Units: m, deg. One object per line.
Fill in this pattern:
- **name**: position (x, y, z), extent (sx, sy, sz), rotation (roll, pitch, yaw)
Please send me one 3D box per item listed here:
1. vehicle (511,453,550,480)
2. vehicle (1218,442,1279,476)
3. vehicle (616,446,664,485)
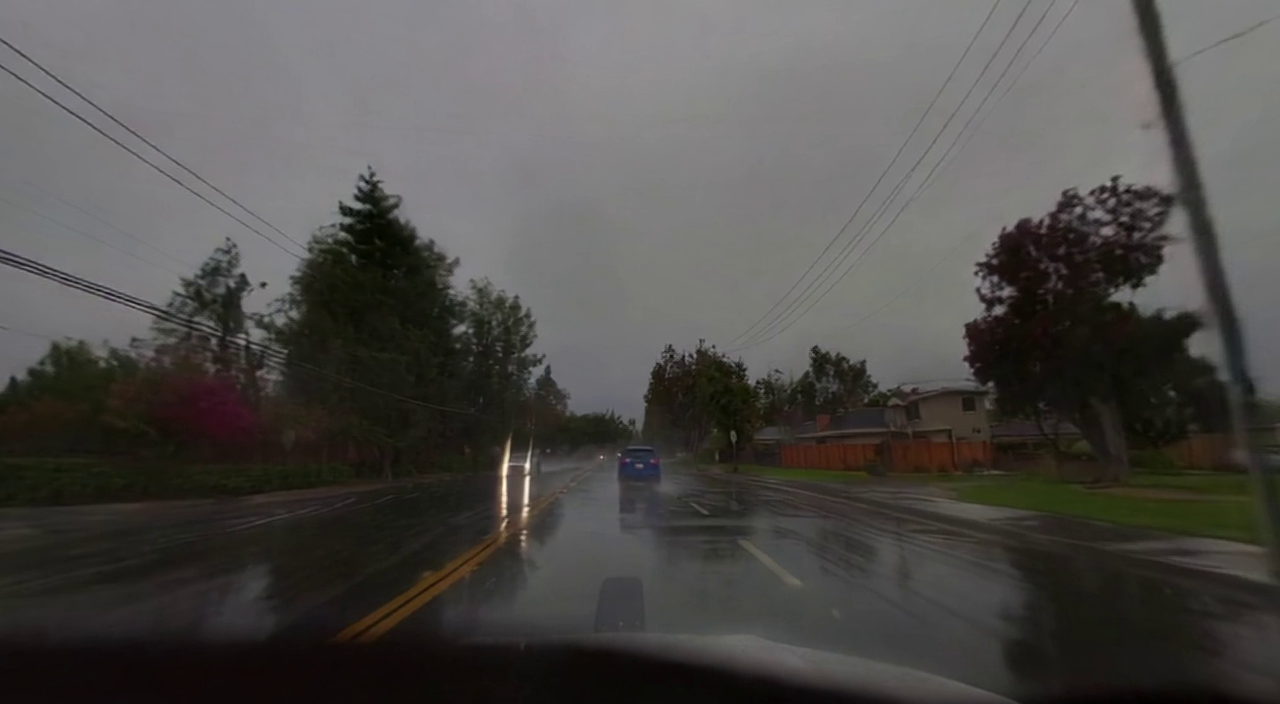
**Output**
- **vehicle**: position (-7.515, 7.908, 43.808), extent (2.046, 1.730, 4.310), rotation (0, -8, -1)
- **vehicle**: position (36.040, 6.046, 35.892), extent (4.461, 1.828, 2.165), rotation (1, -8, -6)
- **vehicle**: position (-0.062, 5.292, 29.841), extent (2.139, 1.699, 3.916), rotation (0, -8, -2)
